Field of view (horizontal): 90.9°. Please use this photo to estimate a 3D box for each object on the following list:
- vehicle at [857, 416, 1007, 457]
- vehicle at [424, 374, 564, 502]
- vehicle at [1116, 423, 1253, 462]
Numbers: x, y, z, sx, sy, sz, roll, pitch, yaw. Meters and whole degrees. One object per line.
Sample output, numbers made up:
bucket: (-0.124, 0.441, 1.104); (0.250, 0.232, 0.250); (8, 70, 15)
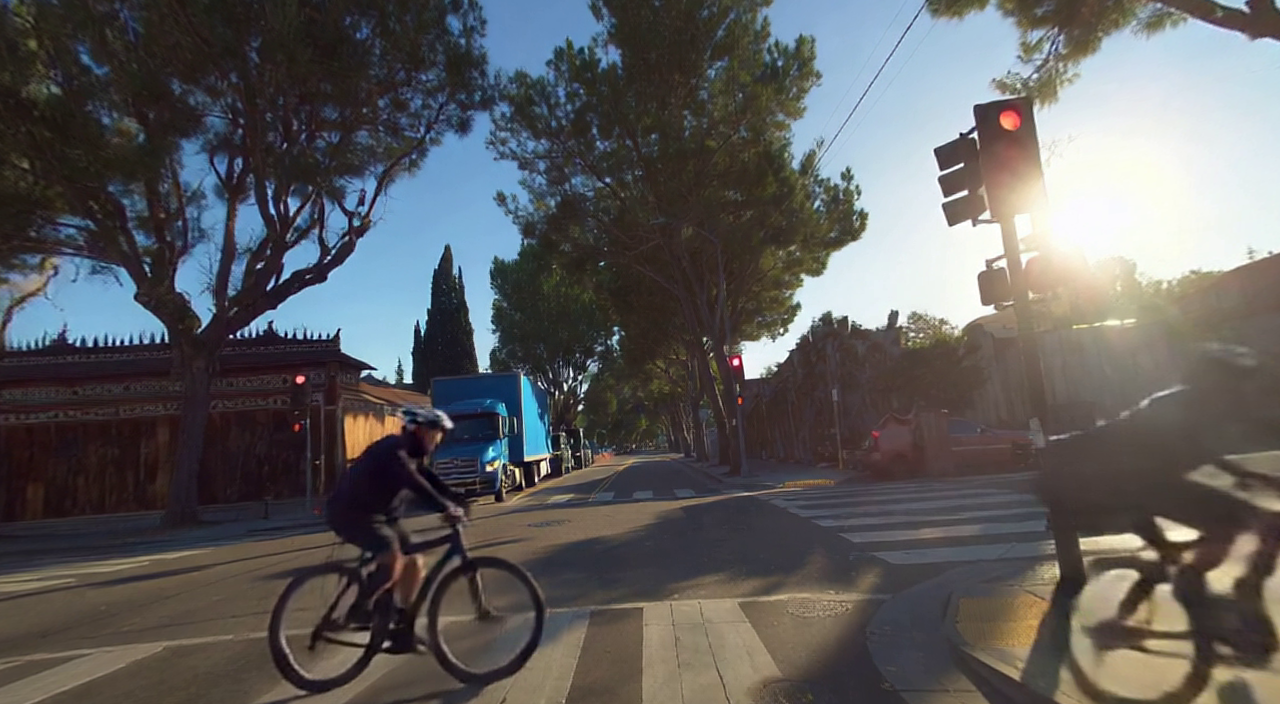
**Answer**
vehicle: (10.699, 3.143, 23.416); (4.643, 1.456, 1.820); (-1, -8, 5)
vehicle: (-5.753, 3.717, 27.090); (3.113, 4.041, 10.284); (-7, -8, 0)
vehicle: (24.953, 4.160, 29.013); (4.268, 1.695, 2.053); (0, -8, 3)
